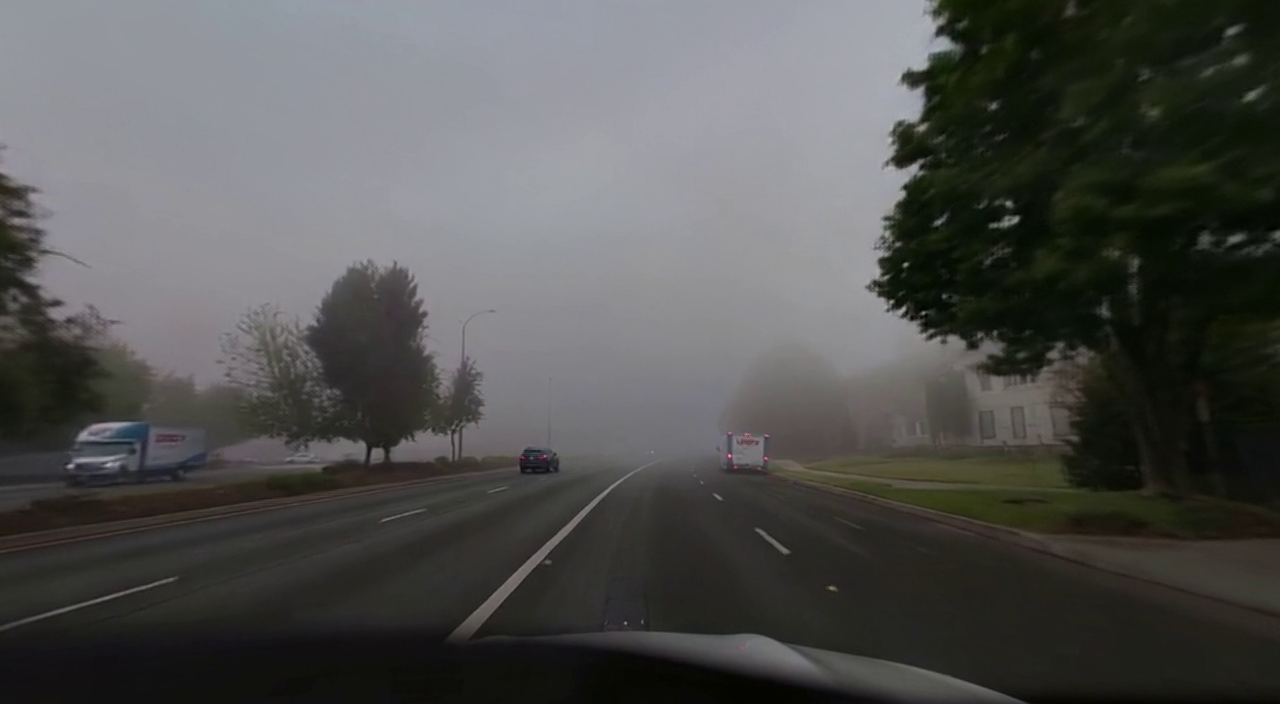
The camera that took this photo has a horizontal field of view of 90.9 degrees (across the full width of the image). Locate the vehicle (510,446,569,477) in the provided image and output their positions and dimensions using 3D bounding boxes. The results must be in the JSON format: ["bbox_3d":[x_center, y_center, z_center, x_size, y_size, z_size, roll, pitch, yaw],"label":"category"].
[{"bbox_3d":[-5.154,5.654,32.914,2.060,1.473,4.645,0,-8,3],"label":"vehicle"}]

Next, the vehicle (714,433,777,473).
[{"bbox_3d":[5.751,5.636,35.380,2.695,2.013,6.661,0,-8,3],"label":"vehicle"}]

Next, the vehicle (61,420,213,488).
[{"bbox_3d":[-22.546,4.594,28.728,2.421,2.746,5.968,1,-8,-6],"label":"vehicle"}]

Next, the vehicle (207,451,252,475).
[{"bbox_3d":[-30.551,8.195,46.856,2.118,1.670,4.487,7,-11,-40],"label":"vehicle"}]
